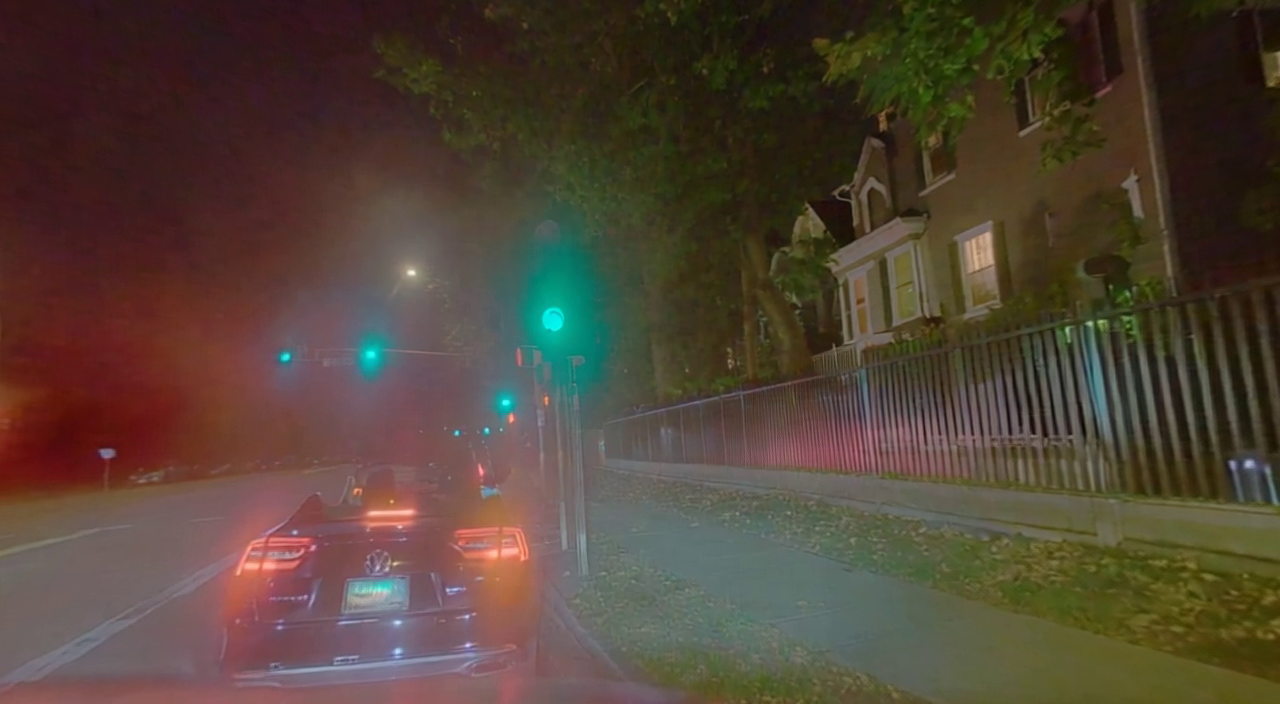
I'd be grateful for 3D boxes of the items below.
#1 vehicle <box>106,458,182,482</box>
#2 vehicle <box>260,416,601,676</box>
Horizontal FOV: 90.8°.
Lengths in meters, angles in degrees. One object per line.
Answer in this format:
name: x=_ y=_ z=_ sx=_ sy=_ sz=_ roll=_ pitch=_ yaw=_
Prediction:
vehicle: x=-36.987 y=8.803 z=47.153 sx=3.959 sy=1.680 sz=1.785 roll=1 pitch=-9 yaw=-11
vehicle: x=-1.774 y=1.440 z=5.823 sx=2.024 sy=1.502 sz=3.702 roll=2 pitch=-9 yaw=-17
